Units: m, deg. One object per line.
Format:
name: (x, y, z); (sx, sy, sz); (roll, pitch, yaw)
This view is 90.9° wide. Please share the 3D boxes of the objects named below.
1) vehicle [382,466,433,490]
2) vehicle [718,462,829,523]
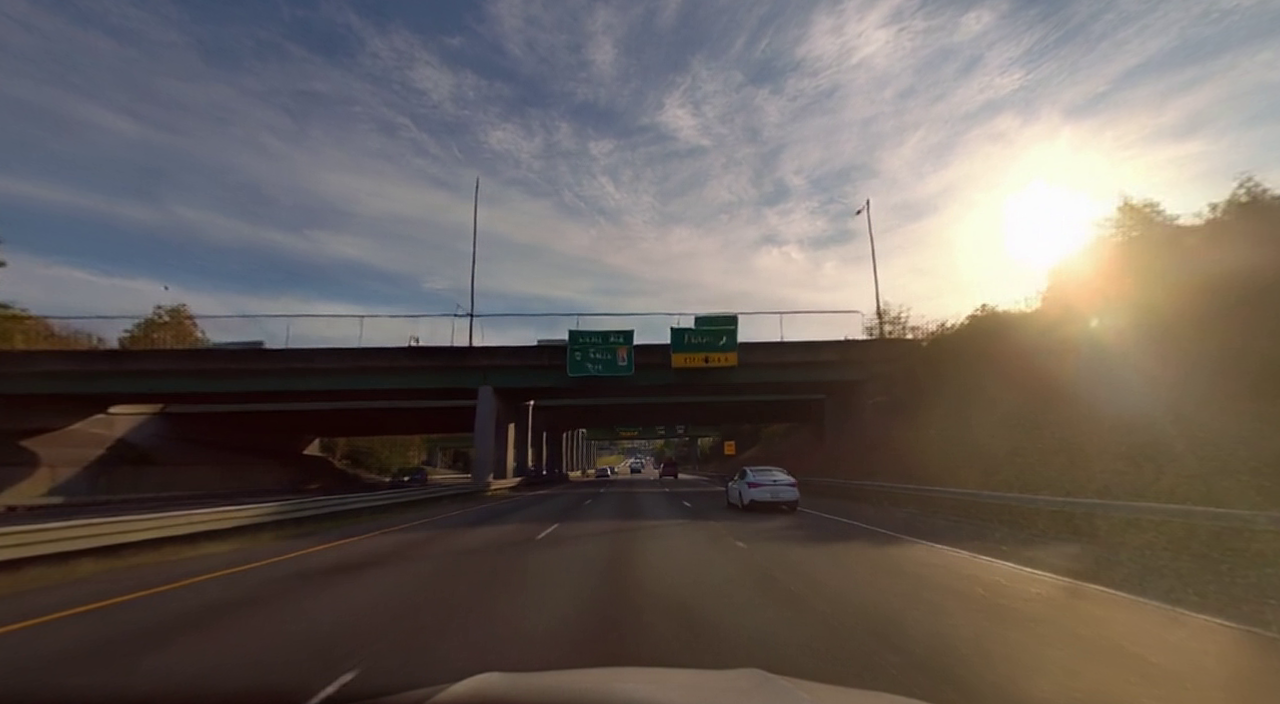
vehicle: (-15.712, 8.534, 42.802); (1.904, 1.477, 4.095); (1, -10, 0)
vehicle: (3.601, 3.915, 17.966); (2.051, 1.472, 4.547); (1, -10, -1)
